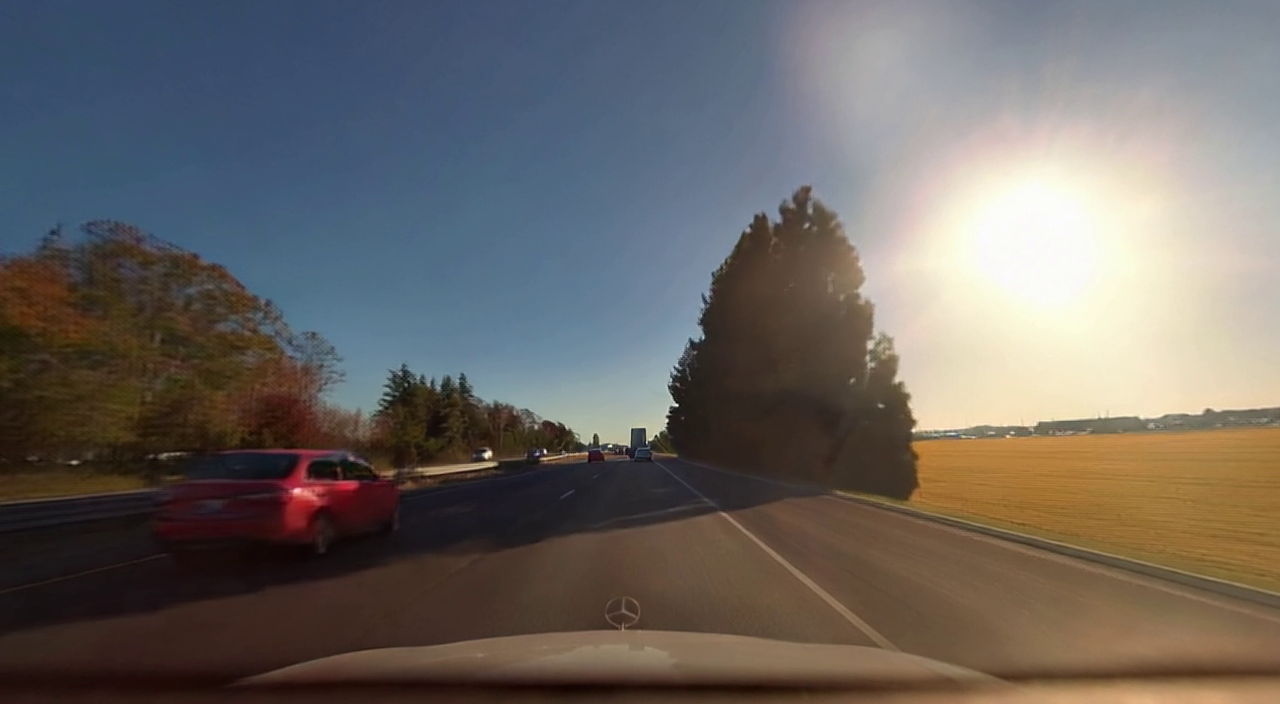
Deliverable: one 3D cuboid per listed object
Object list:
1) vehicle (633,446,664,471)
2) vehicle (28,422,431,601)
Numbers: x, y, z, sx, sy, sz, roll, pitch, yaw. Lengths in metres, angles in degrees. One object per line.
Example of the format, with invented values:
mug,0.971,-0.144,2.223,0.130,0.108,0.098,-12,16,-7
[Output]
vehicle,0.517,7.179,42.641,1.992,1.593,3.937,0,-9,-1
vehicle,-4.271,1.716,7.587,2.172,1.548,3.953,0,-9,0
